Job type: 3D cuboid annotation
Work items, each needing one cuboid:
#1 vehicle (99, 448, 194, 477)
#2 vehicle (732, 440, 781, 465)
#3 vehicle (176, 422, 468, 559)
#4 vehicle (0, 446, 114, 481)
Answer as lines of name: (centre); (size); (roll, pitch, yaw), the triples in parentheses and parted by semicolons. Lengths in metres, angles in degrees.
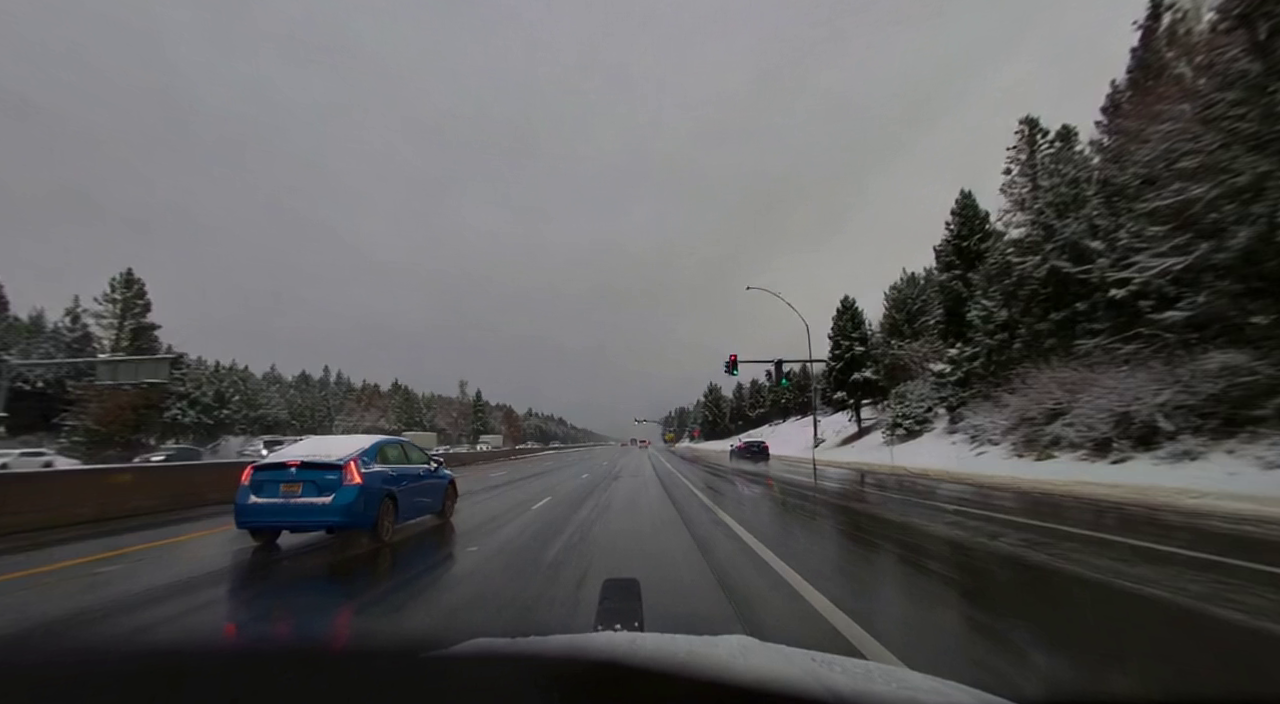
vehicle: (-28.813, 6.424, 36.937); (1.872, 1.599, 4.463); (0, -9, 1)
vehicle: (7.368, 6.423, 40.281); (2.049, 1.481, 4.774); (0, -9, -2)
vehicle: (-4.190, 1.895, 9.354); (1.987, 1.516, 4.478); (0, -9, 0)
vehicle: (-32.671, 6.173, 35.174); (1.982, 1.783, 5.261); (0, -9, -1)
